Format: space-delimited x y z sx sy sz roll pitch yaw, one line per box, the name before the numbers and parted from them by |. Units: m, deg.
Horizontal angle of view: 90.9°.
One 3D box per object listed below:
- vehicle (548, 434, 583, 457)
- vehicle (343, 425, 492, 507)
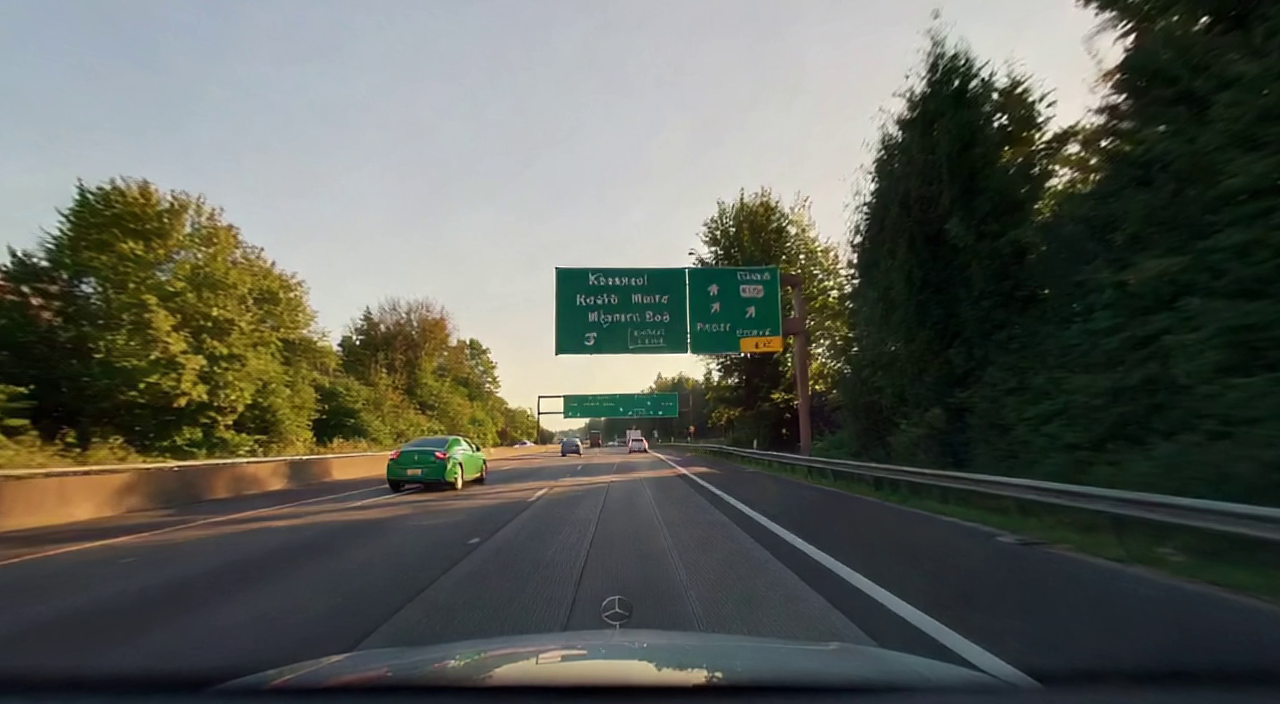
vehicle | -5.078 6.446 43.537 1.972 1.537 4.173 0 -8 -1
vehicle | -4.625 2.396 13.748 1.959 1.514 3.668 0 -8 -1
